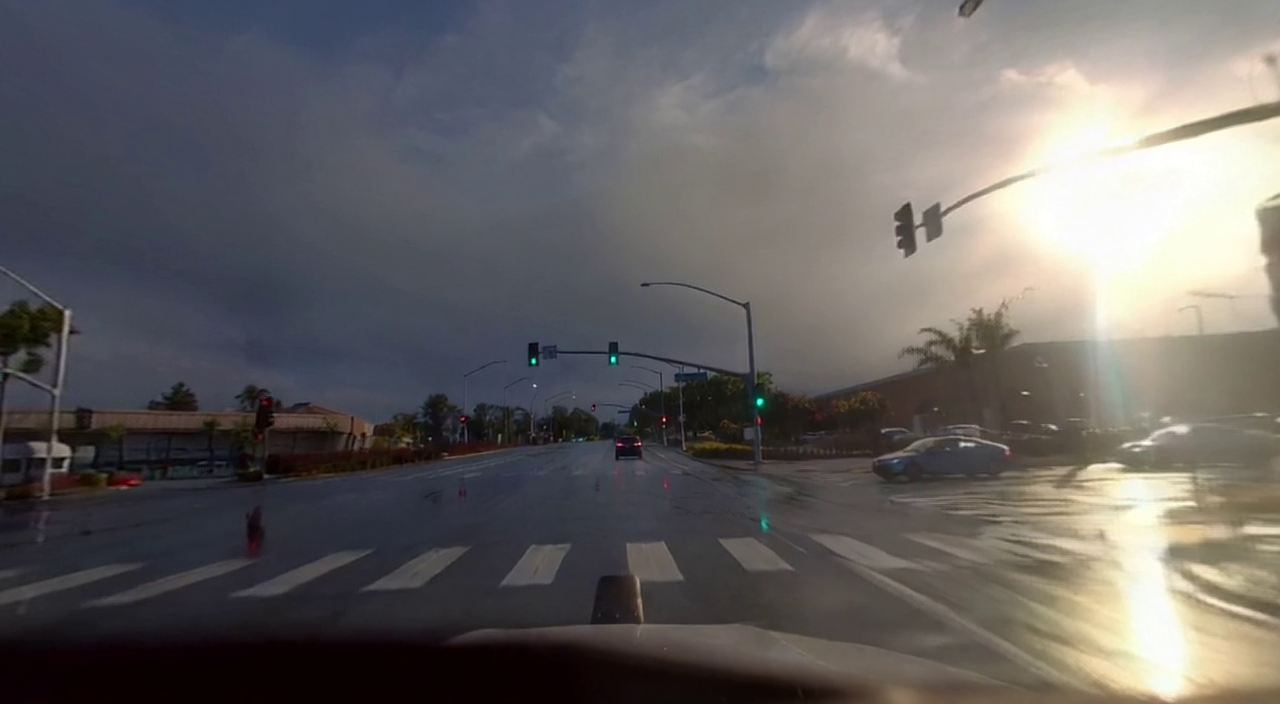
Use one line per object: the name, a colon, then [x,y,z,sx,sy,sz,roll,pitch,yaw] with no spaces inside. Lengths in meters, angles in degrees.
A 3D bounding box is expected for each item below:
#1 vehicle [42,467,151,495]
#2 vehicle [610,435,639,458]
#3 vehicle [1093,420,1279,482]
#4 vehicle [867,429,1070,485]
vehicle: [-33.660,8.023,39.248,4.708,1.575,2.020,0,-11,-5]
vehicle: [-1.119,6.992,46.723,2.024,1.628,4.774,0,-9,-1]
vehicle: [16.389,2.869,18.446,4.710,1.588,2.053,-1,-9,-3]
vehicle: [9.425,3.041,18.402,4.794,1.511,1.992,0,-9,-3]
